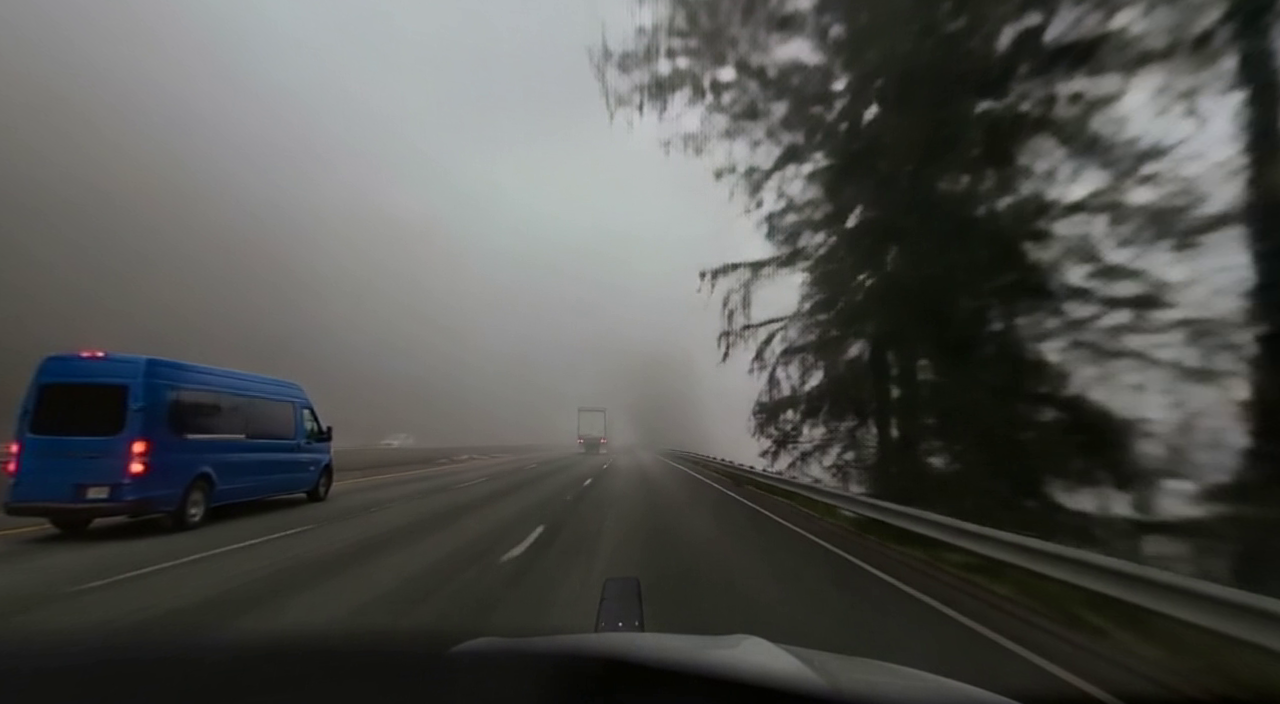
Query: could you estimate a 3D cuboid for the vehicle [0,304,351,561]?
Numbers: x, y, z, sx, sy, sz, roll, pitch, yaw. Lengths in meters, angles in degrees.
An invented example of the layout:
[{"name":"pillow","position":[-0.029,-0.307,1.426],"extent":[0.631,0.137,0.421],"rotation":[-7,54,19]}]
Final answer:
[{"name":"vehicle","position":[-7.499,1.301,10.256],"extent":[2.396,2.763,6.935],"rotation":[0,-8,-1]}]
